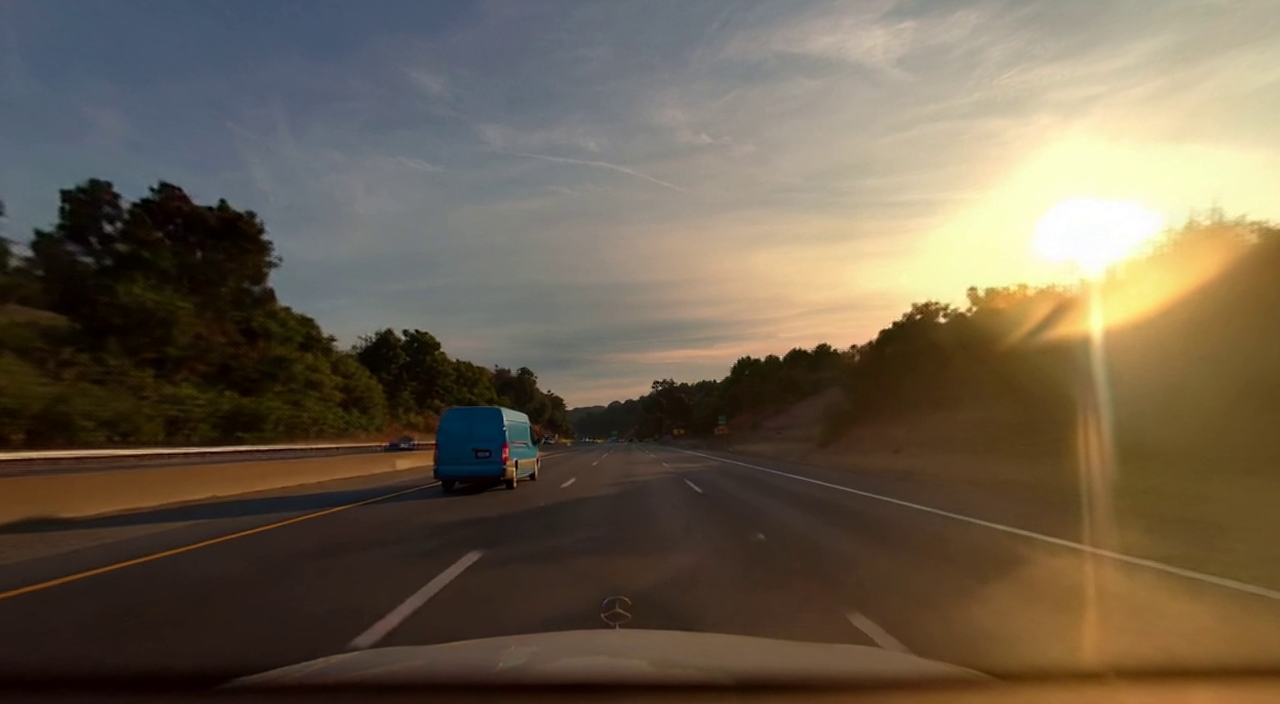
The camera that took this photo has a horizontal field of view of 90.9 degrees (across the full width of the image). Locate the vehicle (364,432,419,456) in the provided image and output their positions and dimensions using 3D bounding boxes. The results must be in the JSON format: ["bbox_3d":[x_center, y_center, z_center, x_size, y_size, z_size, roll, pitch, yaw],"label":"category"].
[{"bbox_3d":[-16.353,6.066,41.673,1.795,1.476,4.616,1,-8,-1],"label":"vehicle"}]

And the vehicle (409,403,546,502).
[{"bbox_3d":[-3.681,2.381,15.341,2.297,2.011,4.736,0,-8,-3],"label":"vehicle"}]
